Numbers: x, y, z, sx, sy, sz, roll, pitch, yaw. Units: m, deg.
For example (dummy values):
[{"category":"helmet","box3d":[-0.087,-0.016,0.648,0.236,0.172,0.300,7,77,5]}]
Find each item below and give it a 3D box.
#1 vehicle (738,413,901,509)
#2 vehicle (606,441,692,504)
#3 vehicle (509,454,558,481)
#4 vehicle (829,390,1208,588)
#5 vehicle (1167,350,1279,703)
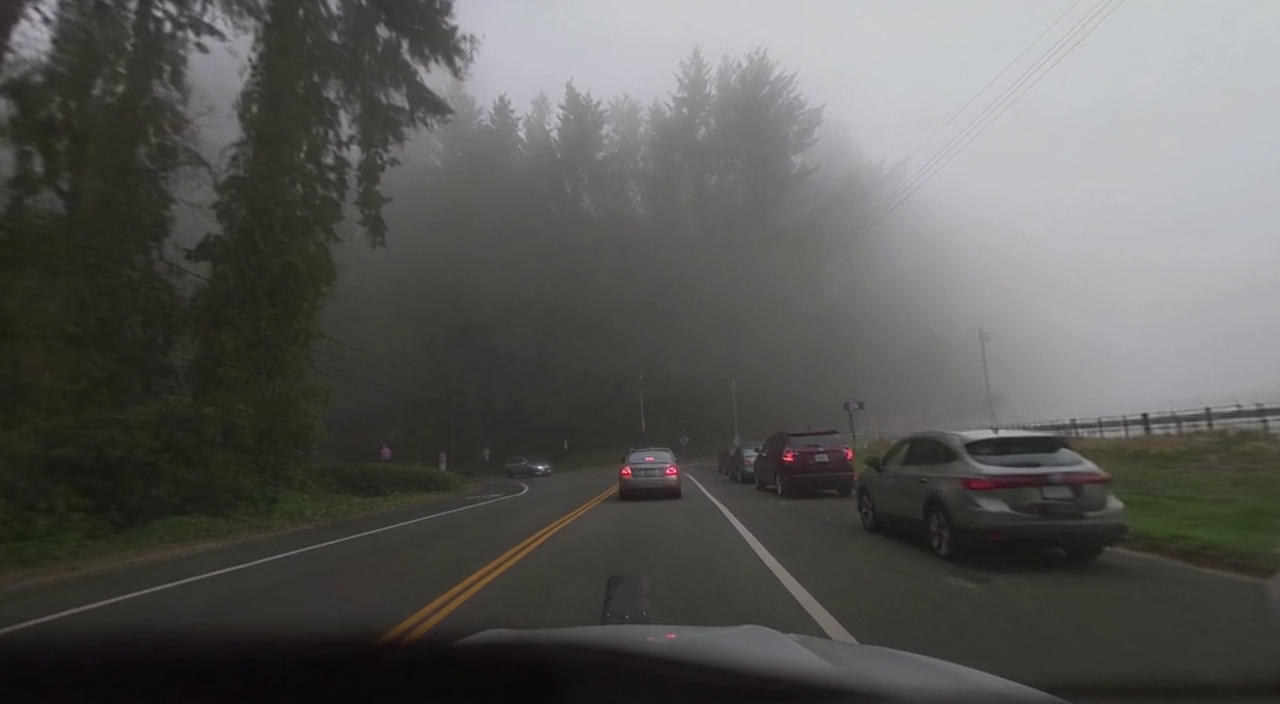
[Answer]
[{"category":"vehicle","box3d":[4.311,2.795,16.646,2.484,2.037,6.362,0,-8,0]},{"category":"vehicle","box3d":[0.280,3.224,17.349,2.078,1.521,4.058,0,-8,2]},{"category":"vehicle","box3d":[-8.425,8.990,49.352,2.131,1.961,4.955,5,-10,-30]},{"category":"vehicle","box3d":[4.173,1.592,8.132,2.093,1.822,4.483,0,-8,0]},{"category":"vehicle","box3d":[4.099,0.616,1.378,1.969,1.738,4.515,0,-8,1]}]
